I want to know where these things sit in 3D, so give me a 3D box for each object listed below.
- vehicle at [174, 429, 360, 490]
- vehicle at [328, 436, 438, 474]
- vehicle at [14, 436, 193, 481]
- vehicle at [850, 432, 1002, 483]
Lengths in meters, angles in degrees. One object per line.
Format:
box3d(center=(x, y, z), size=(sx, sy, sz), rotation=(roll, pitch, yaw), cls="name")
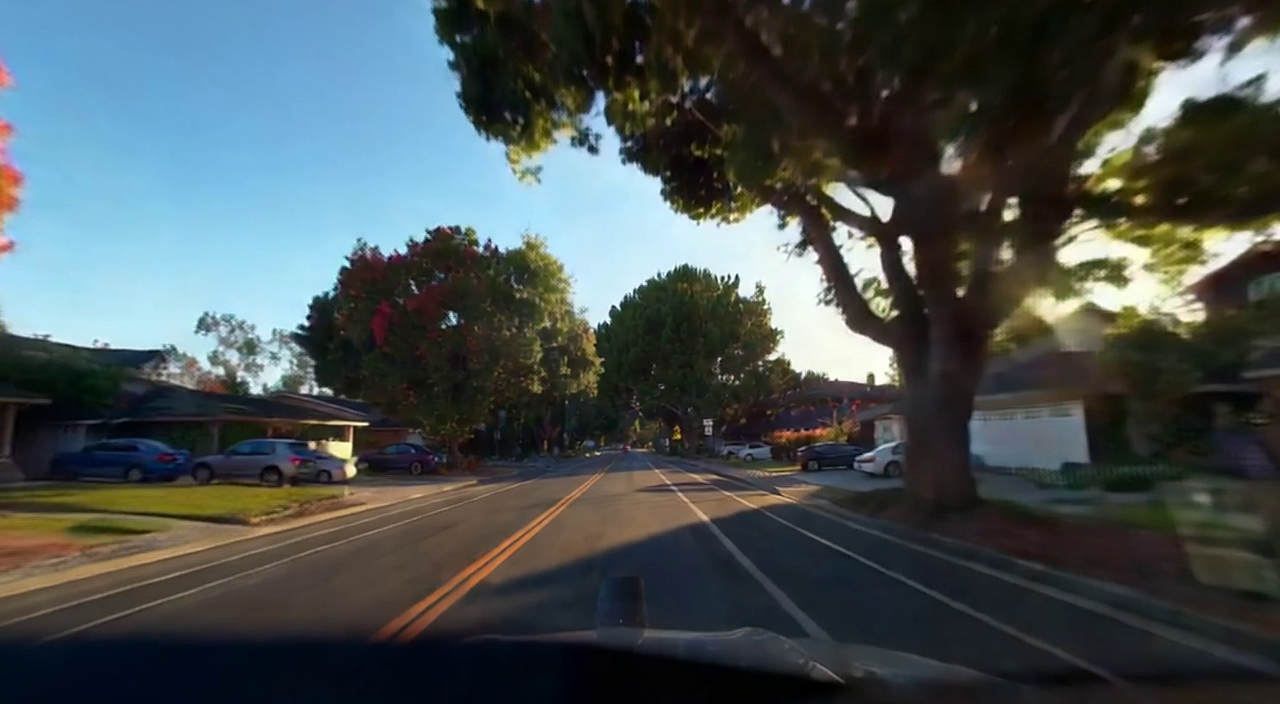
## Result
box3d(center=(-12.440, 3.600, 21.313), size=(5.009, 1.880, 1.961), rotation=(-1, -8, 1), cls="vehicle")
box3d(center=(-12.822, 5.163, 31.751), size=(4.549, 1.802, 2.081), rotation=(0, -9, 1), cls="vehicle")
box3d(center=(-19.045, 3.811, 22.646), size=(4.351, 1.488, 2.114), rotation=(1, -9, -4), cls="vehicle")
box3d(center=(10.705, 3.986, 23.921), size=(4.751, 1.518, 1.885), rotation=(-4, -9, -1), cls="vehicle")
